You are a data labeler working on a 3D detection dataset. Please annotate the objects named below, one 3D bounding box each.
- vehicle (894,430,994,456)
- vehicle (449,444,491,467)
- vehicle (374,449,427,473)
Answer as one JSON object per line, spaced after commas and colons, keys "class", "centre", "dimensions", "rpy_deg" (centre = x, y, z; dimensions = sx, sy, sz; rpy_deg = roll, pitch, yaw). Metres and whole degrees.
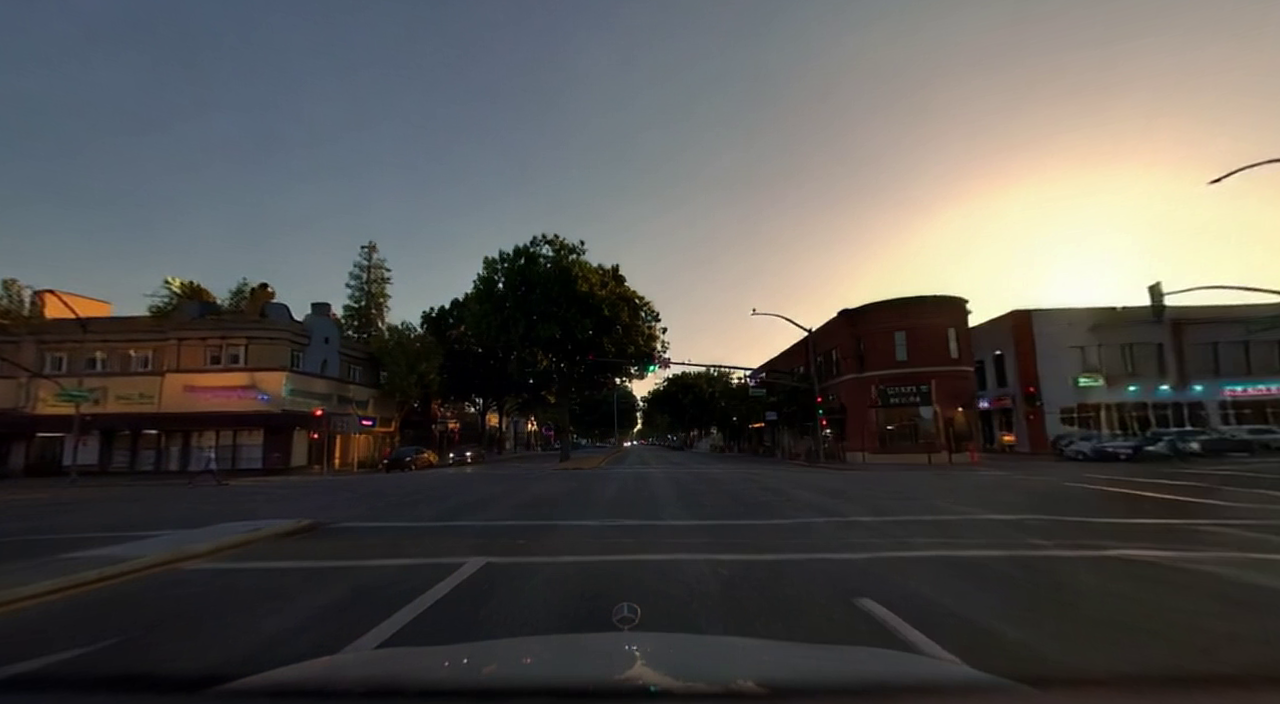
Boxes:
{"class": "vehicle", "centre": [20.974, 6.320, 43.742], "dimensions": [5.587, 1.689, 2.605], "rpy_deg": [0, -9, -3]}
{"class": "vehicle", "centre": [-12.913, 7.908, 48.268], "dimensions": [1.892, 1.639, 4.311], "rpy_deg": [0, -9, 1]}
{"class": "vehicle", "centre": [-16.511, 7.503, 43.787], "dimensions": [1.924, 1.557, 4.357], "rpy_deg": [0, -9, 1]}
